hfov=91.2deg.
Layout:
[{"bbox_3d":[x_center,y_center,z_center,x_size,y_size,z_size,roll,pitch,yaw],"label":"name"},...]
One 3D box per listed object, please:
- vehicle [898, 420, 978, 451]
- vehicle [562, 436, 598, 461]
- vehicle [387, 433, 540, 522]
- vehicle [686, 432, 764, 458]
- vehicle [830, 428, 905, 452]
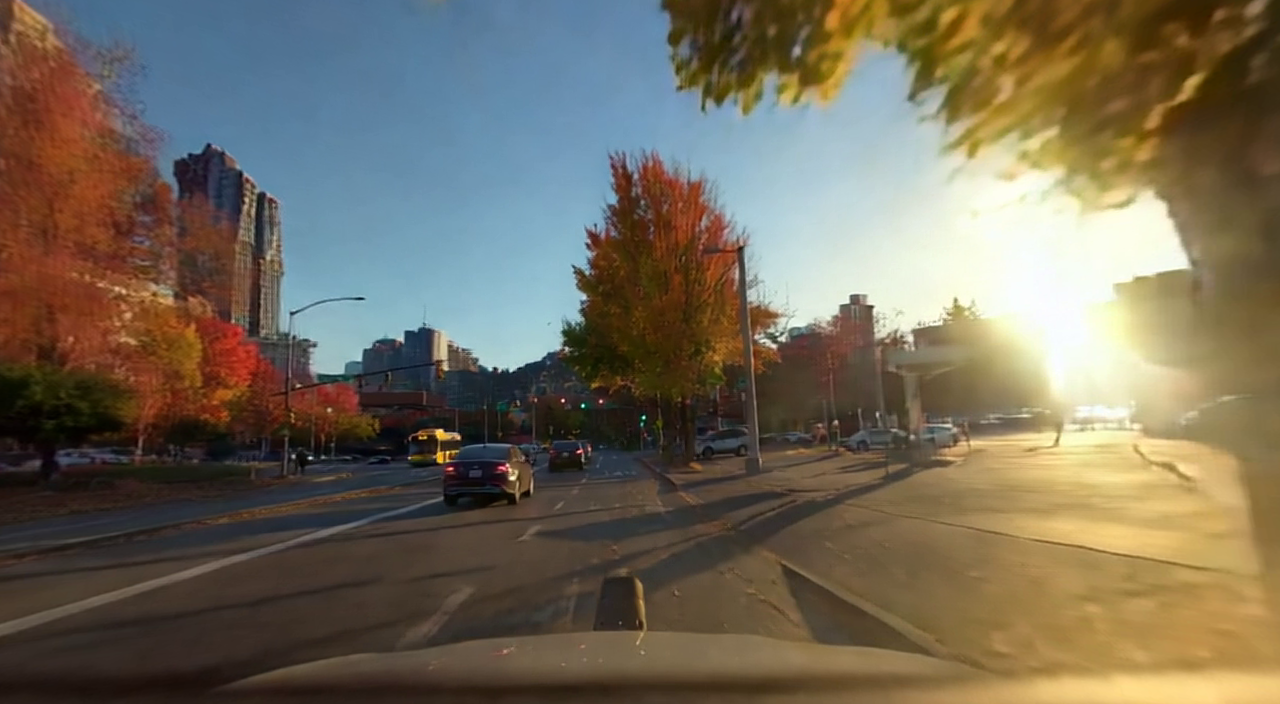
[{"bbox_3d":[19.439,5.452,40.977,4.172,1.687,1.773,-3,-8,-3],"label":"vehicle"},{"bbox_3d":[-4.325,7.045,45.738,2.365,1.751,3.904,0,-9,-3],"label":"vehicle"},{"bbox_3d":[-3.354,2.477,12.847,2.092,1.507,4.078,0,-9,-2],"label":"vehicle"},{"bbox_3d":[5.723,6.339,42.639,4.894,1.451,2.089,-2,-8,-2],"label":"vehicle"},{"bbox_3d":[14.779,5.755,40.867,4.064,1.507,2.078,0,-9,-1],"label":"vehicle"}]
